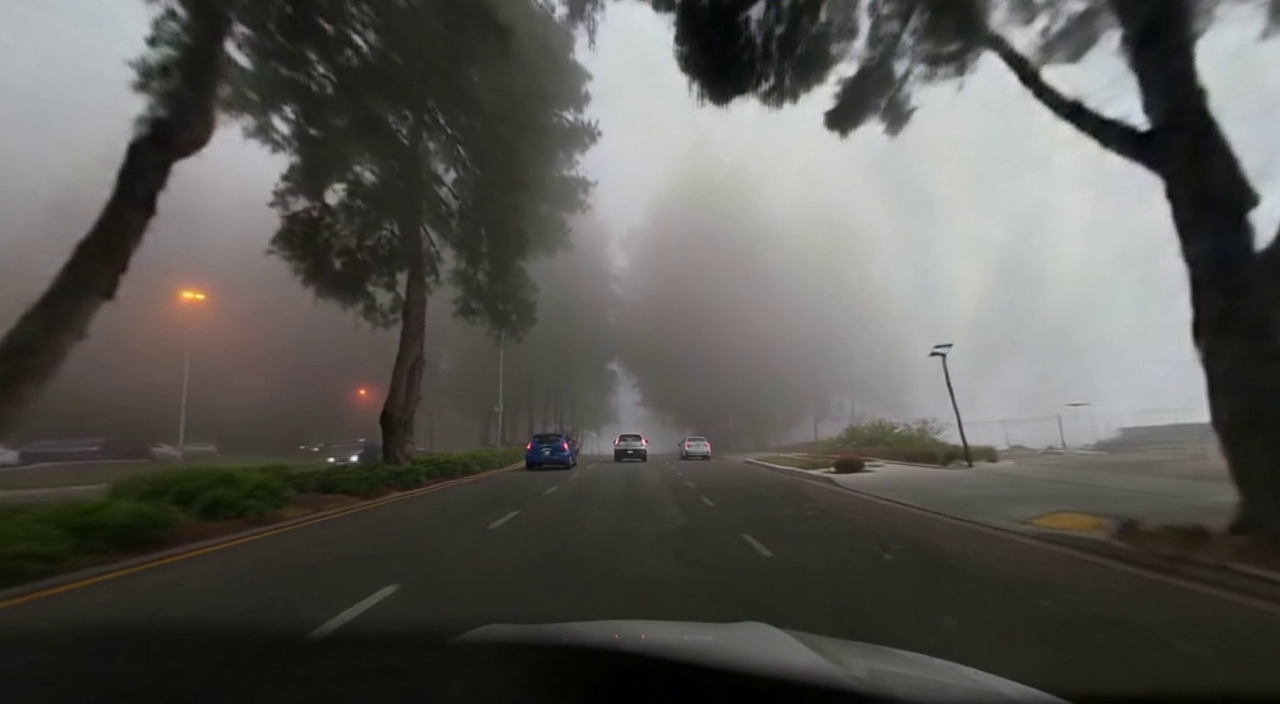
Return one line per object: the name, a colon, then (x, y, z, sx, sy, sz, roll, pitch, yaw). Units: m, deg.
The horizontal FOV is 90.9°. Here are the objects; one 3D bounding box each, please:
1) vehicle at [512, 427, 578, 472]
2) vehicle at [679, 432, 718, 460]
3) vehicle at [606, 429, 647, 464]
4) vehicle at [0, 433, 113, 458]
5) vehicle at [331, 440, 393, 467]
vehicle: (-3.879, 4.079, 26.475, 2.047, 1.710, 4.314, 0, -8, 1)
vehicle: (3.441, 5.607, 37.585, 1.847, 1.554, 4.052, 0, -8, -1)
vehicle: (-0.650, 4.938, 33.121, 2.022, 1.700, 4.084, 0, -8, 0)
vehicle: (-35.338, 5.639, 37.951, 1.883, 1.383, 5.637, -1, -9, 8)
vehicle: (-19.776, 7.225, 45.060, 2.128, 1.841, 5.012, 0, -8, 0)
